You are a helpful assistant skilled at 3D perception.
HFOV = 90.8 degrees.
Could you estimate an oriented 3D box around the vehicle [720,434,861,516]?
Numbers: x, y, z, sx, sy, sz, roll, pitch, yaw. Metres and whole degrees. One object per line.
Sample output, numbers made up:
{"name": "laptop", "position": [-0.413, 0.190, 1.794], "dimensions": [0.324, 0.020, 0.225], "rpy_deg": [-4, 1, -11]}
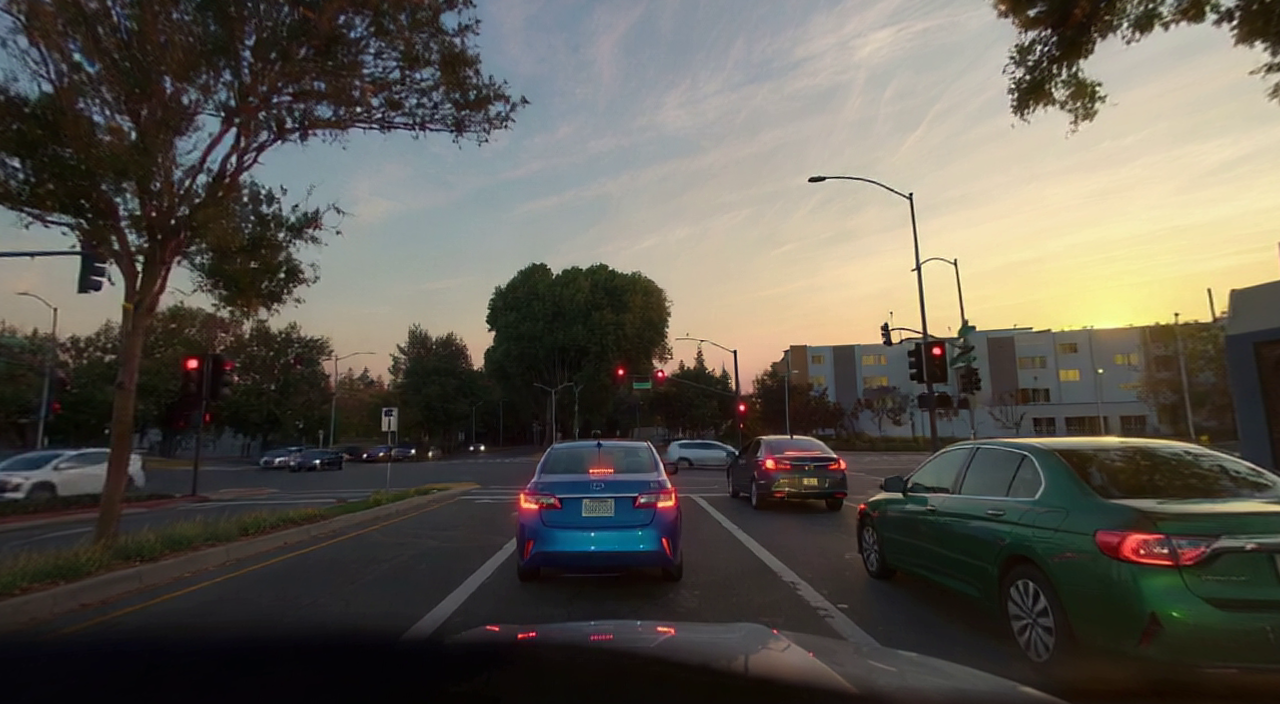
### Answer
{"name": "vehicle", "position": [3.151, 2.674, 14.314], "dimensions": [2.026, 1.549, 4.559], "rpy_deg": [0, -8, -1]}

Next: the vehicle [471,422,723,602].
{"name": "vehicle", "position": [-0.391, 1.652, 7.390], "dimensions": [2.143, 1.520, 3.848], "rpy_deg": [0, -8, -1]}

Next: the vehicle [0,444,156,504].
{"name": "vehicle", "position": [-18.094, 3.774, 20.074], "dimensions": [1.976, 1.667, 4.274], "rpy_deg": [0, -8, 1]}

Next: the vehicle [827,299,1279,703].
{"name": "vehicle", "position": [3.573, 1.106, 5.054], "dimensions": [2.572, 1.945, 5.065], "rpy_deg": [0, -8, 0]}

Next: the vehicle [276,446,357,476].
{"name": "vehicle", "position": [-18.109, 6.112, 35.663], "dimensions": [2.130, 1.550, 4.618], "rpy_deg": [0, -8, 1]}
